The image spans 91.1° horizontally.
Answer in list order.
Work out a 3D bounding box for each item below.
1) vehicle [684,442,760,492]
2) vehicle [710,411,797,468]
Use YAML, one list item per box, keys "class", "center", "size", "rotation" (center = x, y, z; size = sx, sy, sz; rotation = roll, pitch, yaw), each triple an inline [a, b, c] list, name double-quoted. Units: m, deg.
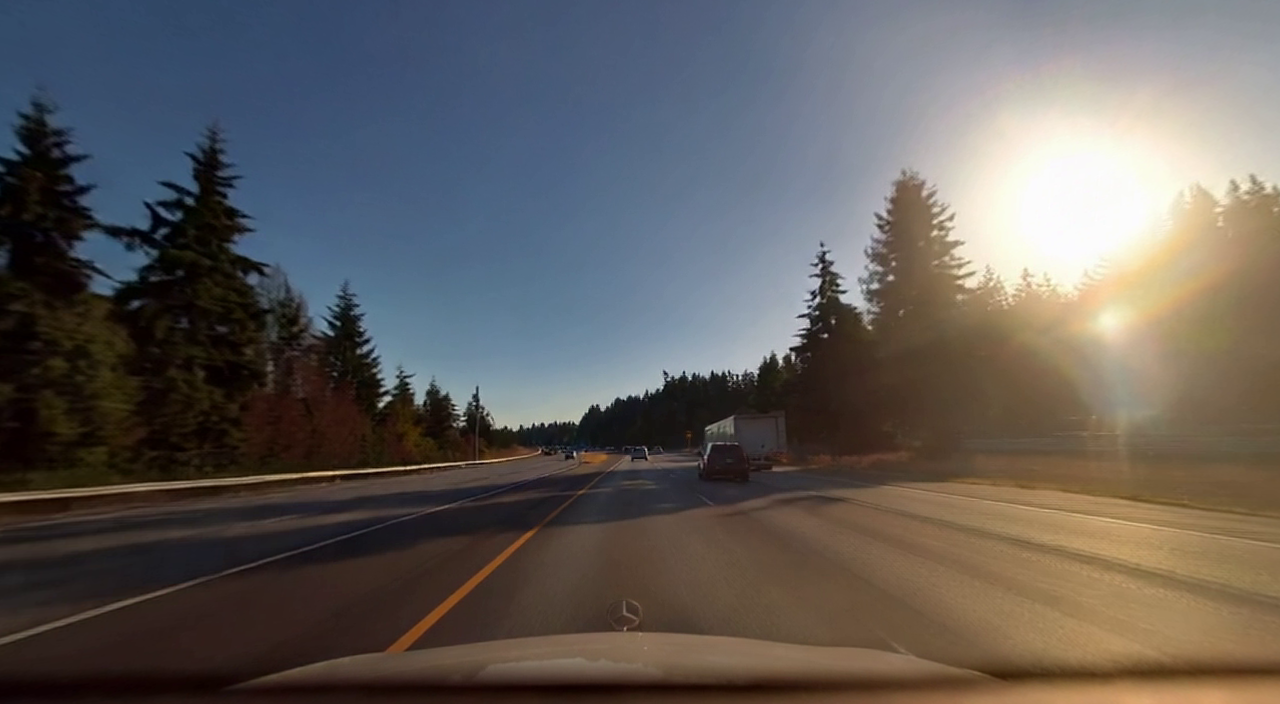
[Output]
- class: "vehicle"
  center: [2.896, 4.190, 23.340]
  size: [2.123, 1.620, 4.959]
  rotation: [0, -9, -1]
- class: "vehicle"
  center: [6.922, 5.723, 40.231]
  size: [3.536, 3.160, 9.428]
  rotation: [1, -9, -2]
